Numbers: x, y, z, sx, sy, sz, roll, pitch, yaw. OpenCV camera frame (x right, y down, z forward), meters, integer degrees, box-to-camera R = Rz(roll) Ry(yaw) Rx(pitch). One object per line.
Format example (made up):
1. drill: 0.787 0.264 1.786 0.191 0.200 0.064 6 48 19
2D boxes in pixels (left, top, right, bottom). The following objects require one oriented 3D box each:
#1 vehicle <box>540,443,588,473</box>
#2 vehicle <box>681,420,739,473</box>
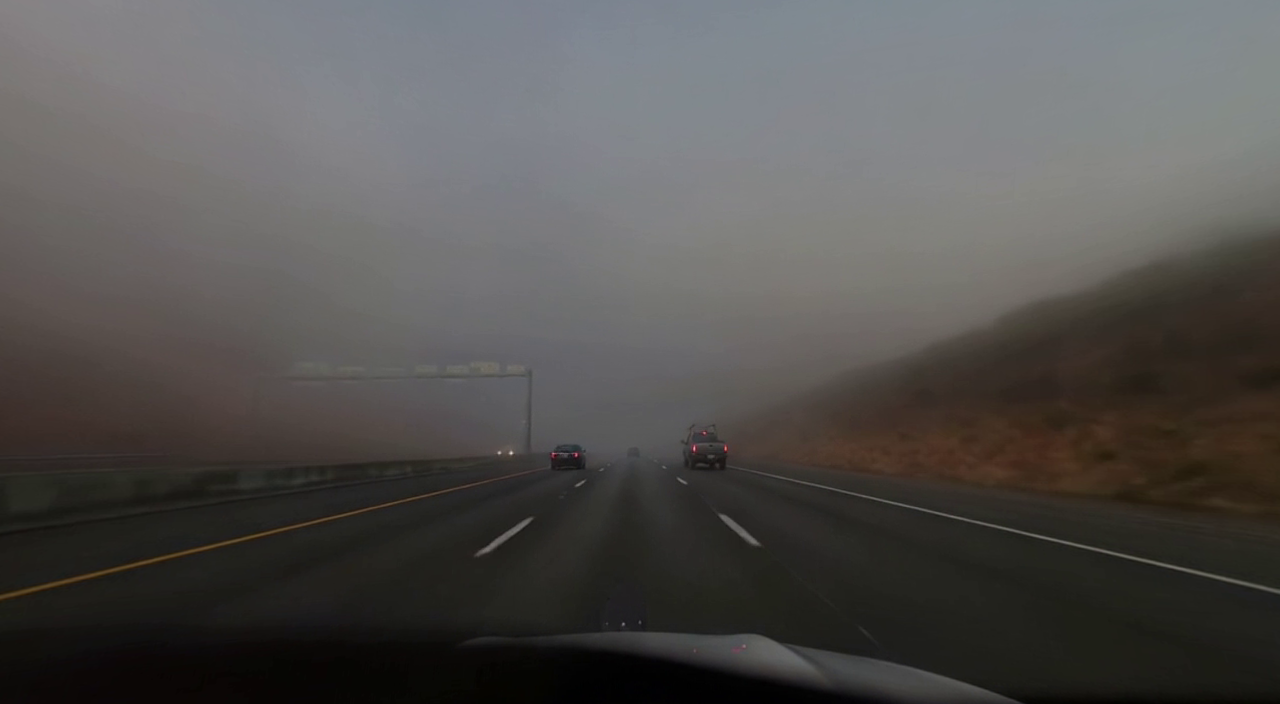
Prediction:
1. vehicle: -4.079 5.780 34.454 2.054 1.529 4.368 0 -9 1
2. vehicle: 3.752 5.246 34.898 2.361 2.636 5.684 0 -9 -1
